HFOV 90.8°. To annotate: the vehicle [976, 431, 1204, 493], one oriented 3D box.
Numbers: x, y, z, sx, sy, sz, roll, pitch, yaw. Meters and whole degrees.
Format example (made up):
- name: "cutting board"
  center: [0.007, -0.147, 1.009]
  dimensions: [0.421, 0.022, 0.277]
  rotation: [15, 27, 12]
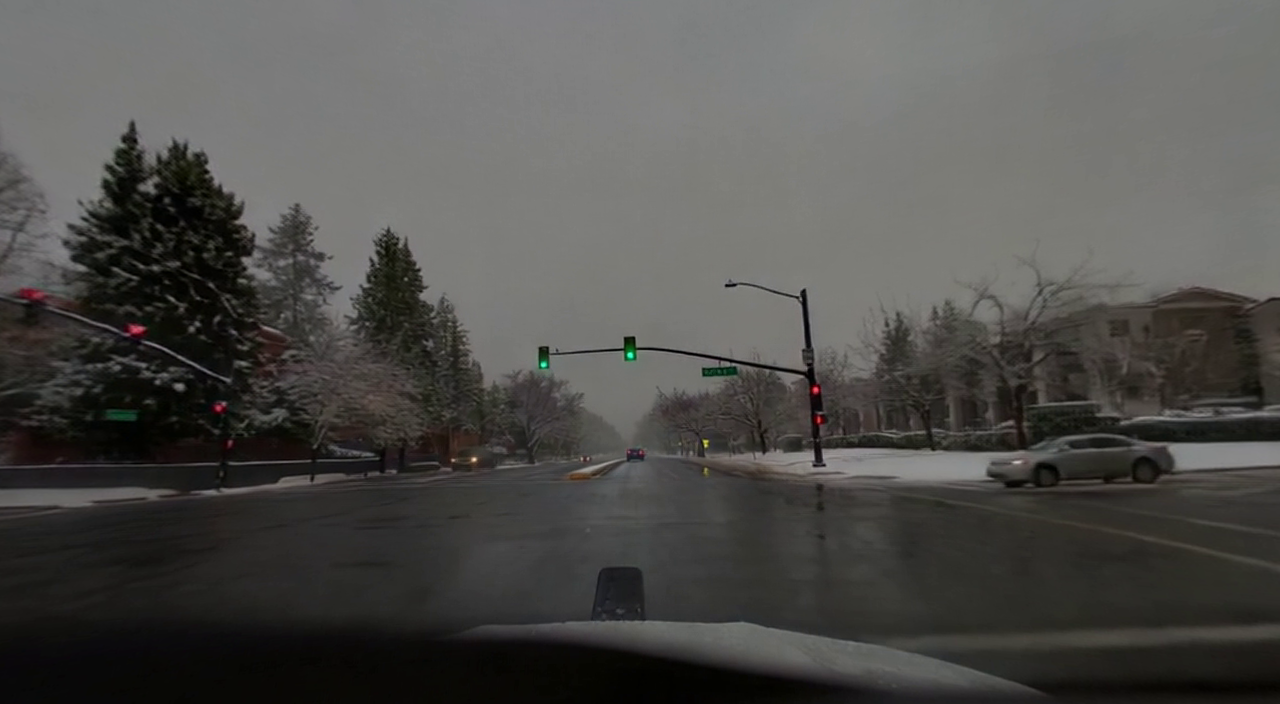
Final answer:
- name: "vehicle"
  center: [12.001, 2.961, 17.111]
  dimensions: [4.611, 1.505, 2.029]
  rotation: [0, -9, -1]
